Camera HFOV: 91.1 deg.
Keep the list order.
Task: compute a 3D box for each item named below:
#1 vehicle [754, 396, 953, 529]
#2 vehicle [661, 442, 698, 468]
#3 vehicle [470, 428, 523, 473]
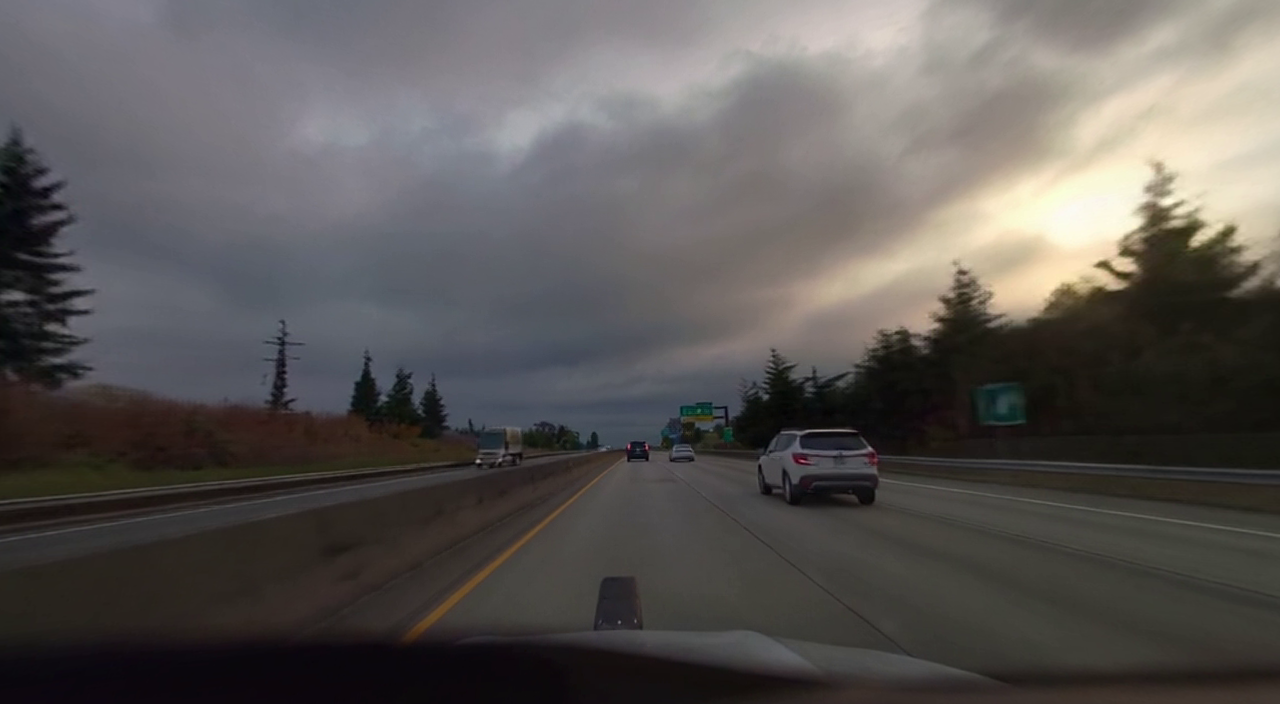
[{"bbox_3d":[3.657,2.025,11.884,1.981,1.984,4.623,0,-9,-2],"label":"vehicle"},{"bbox_3d":[2.706,7.176,43.948,2.123,1.620,4.959,0,-9,-1],"label":"vehicle"},{"bbox_3d":[-11.176,7.755,49.592,2.562,3.204,6.384,0,-9,0],"label":"vehicle"}]
